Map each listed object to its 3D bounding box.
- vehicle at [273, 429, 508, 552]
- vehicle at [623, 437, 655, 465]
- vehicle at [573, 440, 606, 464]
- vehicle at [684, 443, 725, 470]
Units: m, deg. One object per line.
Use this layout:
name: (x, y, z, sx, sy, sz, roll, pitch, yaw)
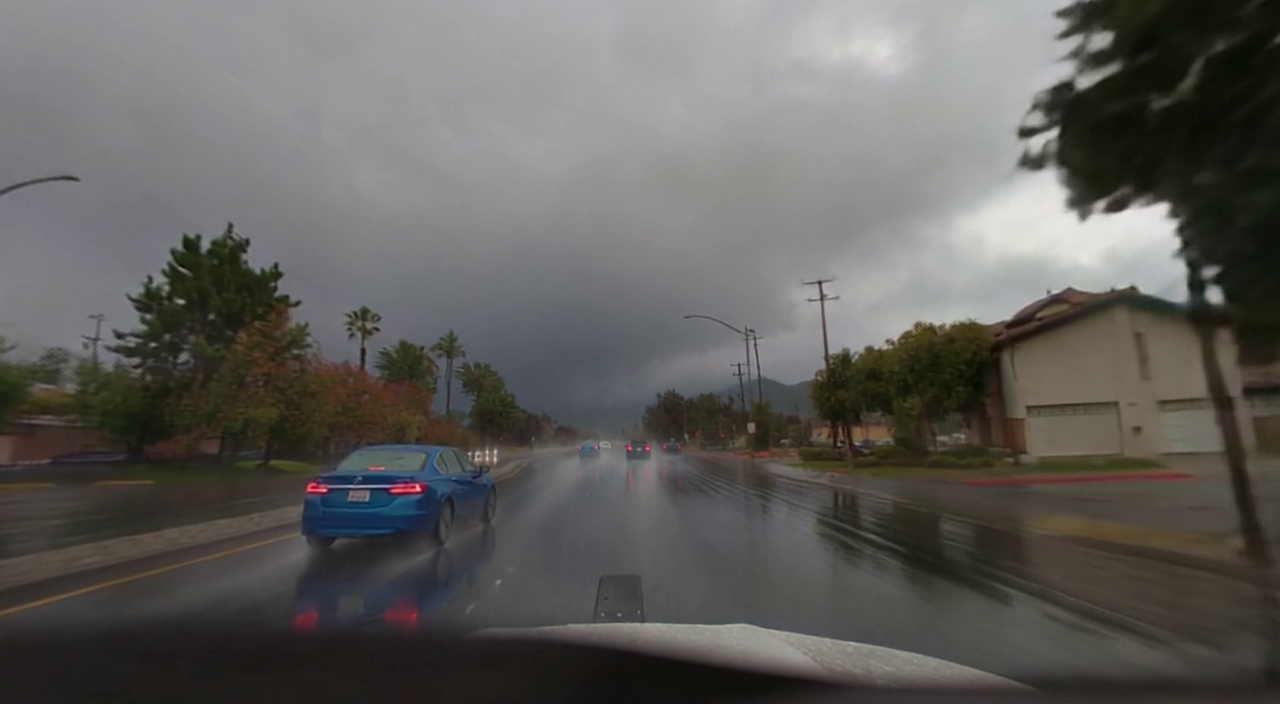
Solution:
vehicle: (-3.461, 1.984, 9.868, 1.844, 1.451, 4.543, 0, -8, 0)
vehicle: (-0.087, 6.663, 42.763, 2.043, 1.734, 4.253, 1, -8, -2)
vehicle: (-3.490, 6.921, 44.012, 2.000, 1.569, 3.794, 0, -8, -1)
vehicle: (3.691, 6.034, 36.815, 1.830, 1.451, 4.009, 1, -8, -2)
